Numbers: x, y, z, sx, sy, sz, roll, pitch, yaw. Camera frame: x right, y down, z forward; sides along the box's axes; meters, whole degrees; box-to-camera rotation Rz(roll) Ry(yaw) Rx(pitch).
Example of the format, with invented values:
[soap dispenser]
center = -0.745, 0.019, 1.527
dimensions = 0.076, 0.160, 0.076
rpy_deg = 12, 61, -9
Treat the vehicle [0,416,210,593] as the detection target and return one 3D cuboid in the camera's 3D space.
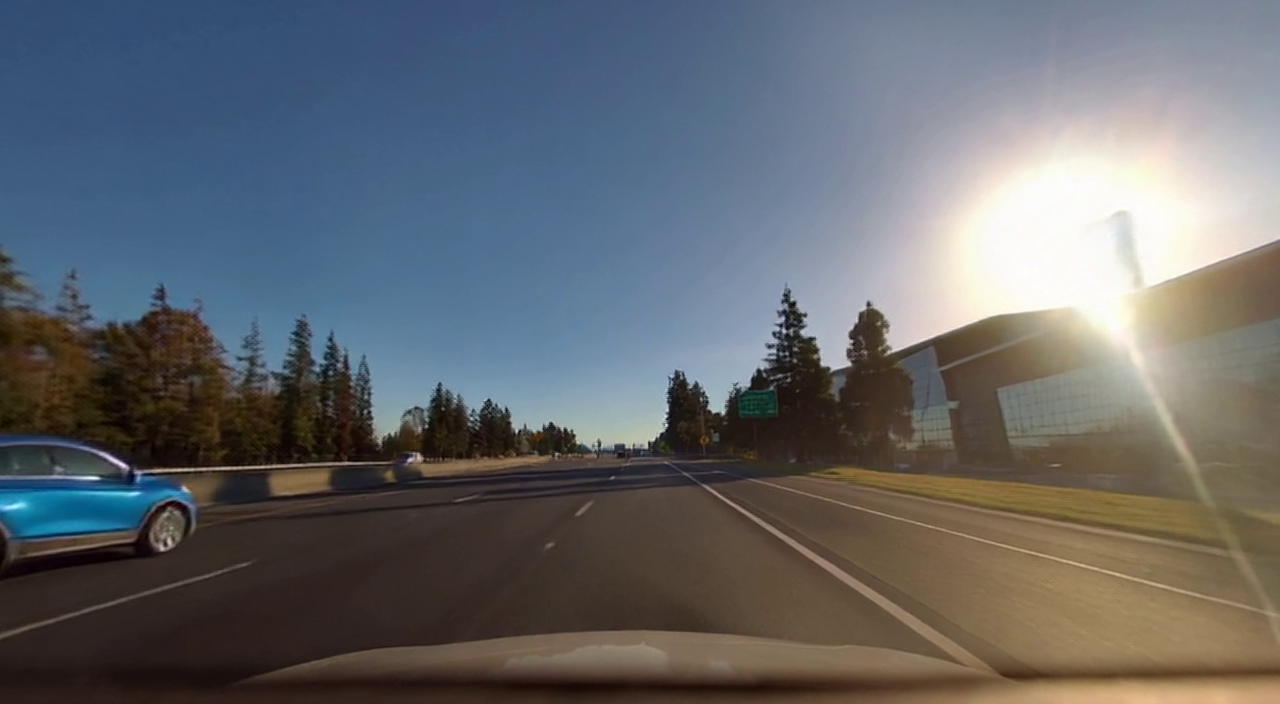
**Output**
[vehicle]
center = -7.299, 1.564, 6.675
dimensions = 2.148, 1.709, 4.678
rpy_deg = 0, -8, 1
